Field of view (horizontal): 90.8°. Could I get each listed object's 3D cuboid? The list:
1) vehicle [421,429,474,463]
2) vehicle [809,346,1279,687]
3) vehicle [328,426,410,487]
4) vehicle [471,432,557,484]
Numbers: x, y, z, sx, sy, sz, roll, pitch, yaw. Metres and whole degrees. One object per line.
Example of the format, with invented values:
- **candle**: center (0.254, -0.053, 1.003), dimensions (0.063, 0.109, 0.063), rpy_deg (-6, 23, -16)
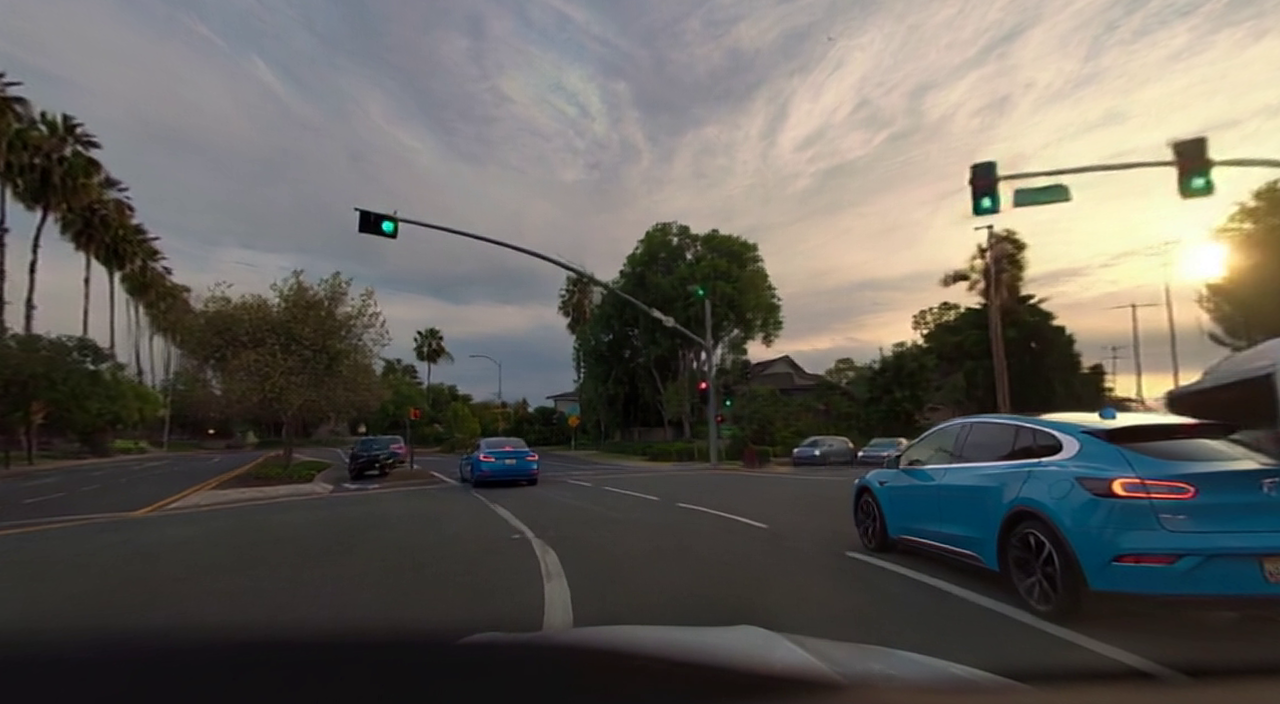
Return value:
- **vehicle**: center (-11.810, 5.693, 38.480), dimensions (2.272, 1.891, 4.562), rpy_deg (4, -9, -26)
- **vehicle**: center (3.542, 1.229, 6.018), dimensions (2.205, 1.803, 5.135), rpy_deg (1, -8, -3)
- **vehicle**: center (-9.796, 3.665, 22.595), dimensions (2.283, 1.878, 5.384), rpy_deg (4, -9, -26)
- **vehicle**: center (-4.813, 3.895, 23.530), dimensions (2.341, 1.709, 4.466), rpy_deg (3, -9, -21)
